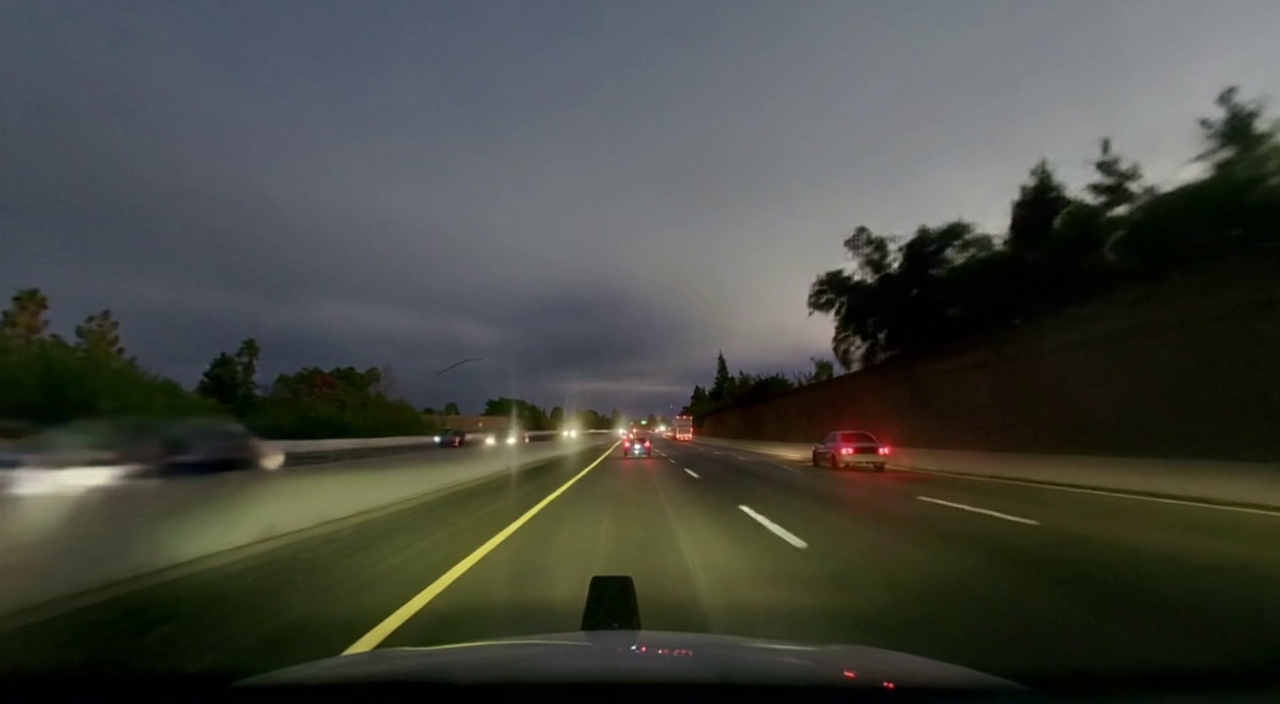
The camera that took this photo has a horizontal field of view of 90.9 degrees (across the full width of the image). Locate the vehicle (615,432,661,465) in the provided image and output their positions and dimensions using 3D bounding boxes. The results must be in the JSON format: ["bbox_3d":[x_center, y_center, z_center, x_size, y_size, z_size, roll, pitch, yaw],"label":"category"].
[{"bbox_3d":[-0.132,4.738,31.229,2.119,1.480,4.000,0,-8,-1],"label":"vehicle"}]

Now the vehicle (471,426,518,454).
[{"bbox_3d":[-9.371,5.677,40.810,2.099,1.679,4.047,-1,-8,0],"label":"vehicle"}]

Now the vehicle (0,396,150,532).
[{"bbox_3d":[-8.143,1.290,7.264,1.941,1.506,3.768,-1,-8,0],"label":"vehicle"}]
